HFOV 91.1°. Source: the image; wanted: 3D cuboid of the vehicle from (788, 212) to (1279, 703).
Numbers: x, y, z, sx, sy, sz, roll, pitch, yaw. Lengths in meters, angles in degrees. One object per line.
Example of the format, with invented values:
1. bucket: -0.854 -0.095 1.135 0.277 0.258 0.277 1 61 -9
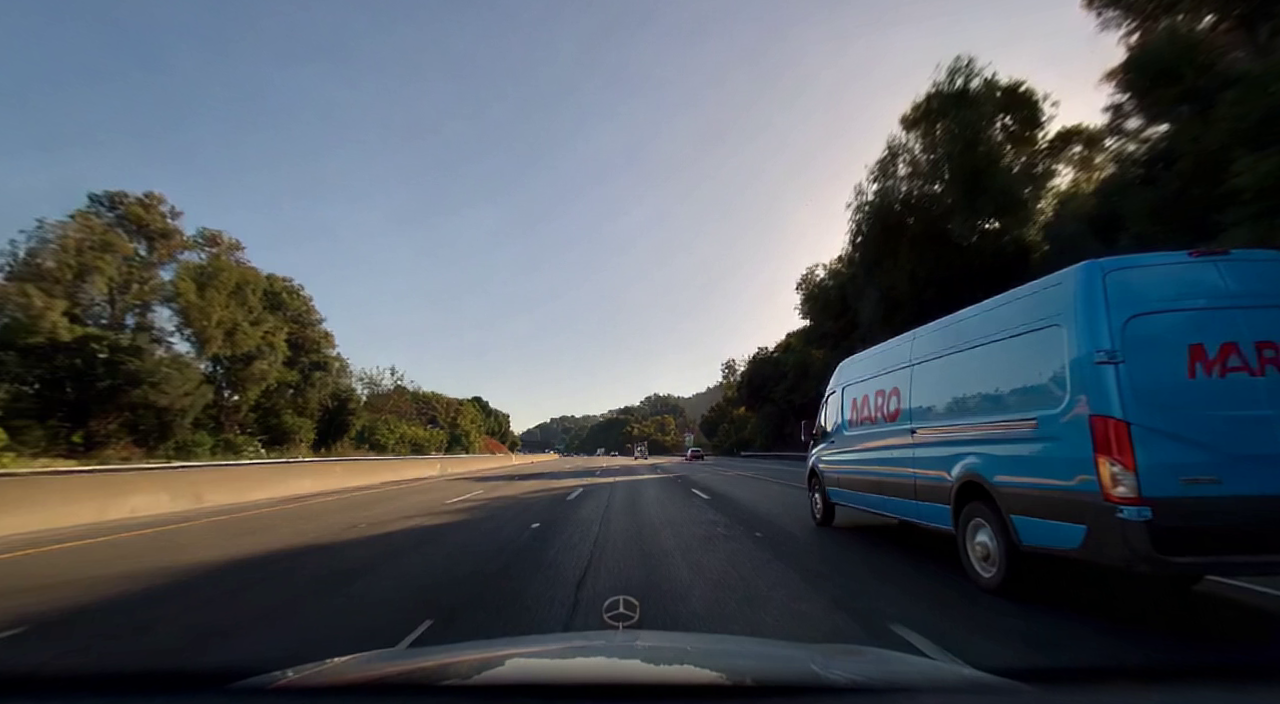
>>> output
1. vehicle: 3.804 1.086 7.002 2.355 2.664 7.367 0 -9 -1
